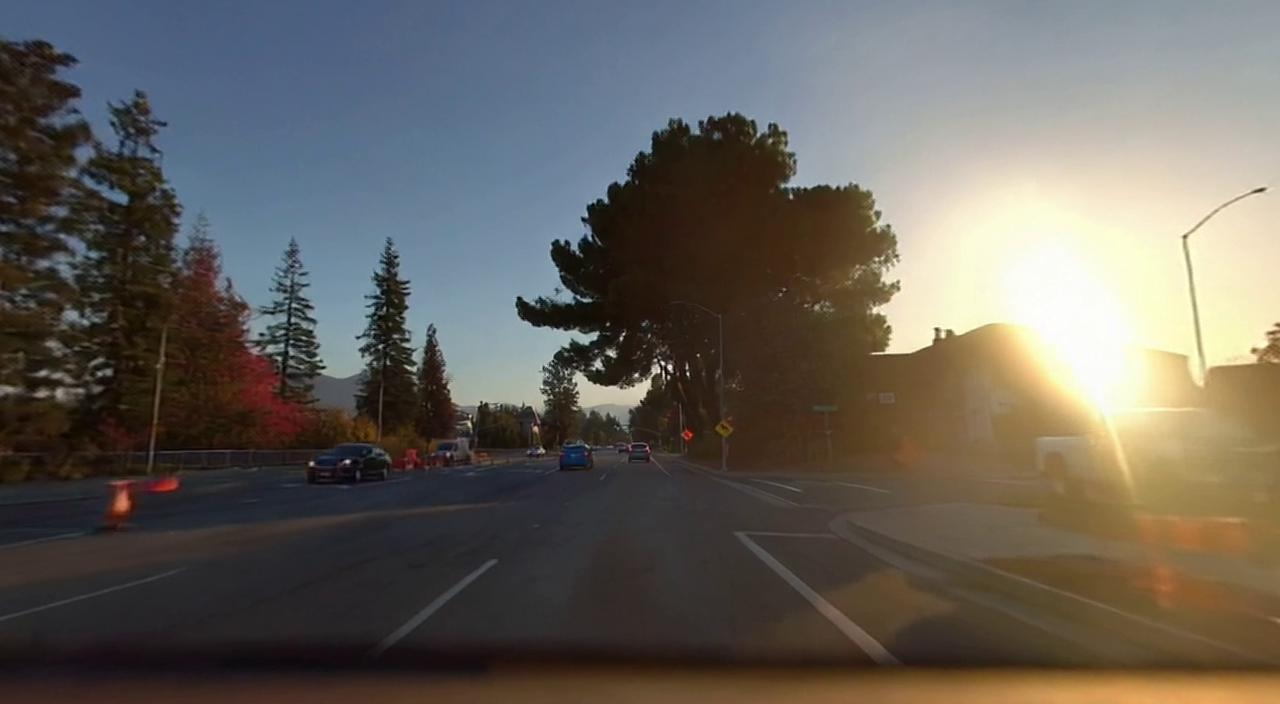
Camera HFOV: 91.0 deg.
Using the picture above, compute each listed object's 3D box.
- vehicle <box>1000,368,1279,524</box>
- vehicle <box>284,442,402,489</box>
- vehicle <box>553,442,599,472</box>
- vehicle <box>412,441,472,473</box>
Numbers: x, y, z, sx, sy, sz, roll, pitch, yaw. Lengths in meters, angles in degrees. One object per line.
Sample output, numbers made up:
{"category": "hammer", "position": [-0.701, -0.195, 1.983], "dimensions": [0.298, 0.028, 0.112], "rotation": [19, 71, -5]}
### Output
{"category": "vehicle", "position": [9.061, 1.626, 10.942], "dimensions": [2.352, 1.991, 5.862], "rotation": [0, -9, 3]}
{"category": "vehicle", "position": [-10.629, 4.083, 23.022], "dimensions": [2.009, 1.541, 4.753], "rotation": [0, -9, -1]}
{"category": "vehicle", "position": [-3.822, 6.363, 38.337], "dimensions": [2.198, 1.663, 4.519], "rotation": [0, -9, 2]}
{"category": "vehicle", "position": [-11.210, 5.978, 35.982], "dimensions": [2.014, 1.674, 4.337], "rotation": [0, -9, -1]}
